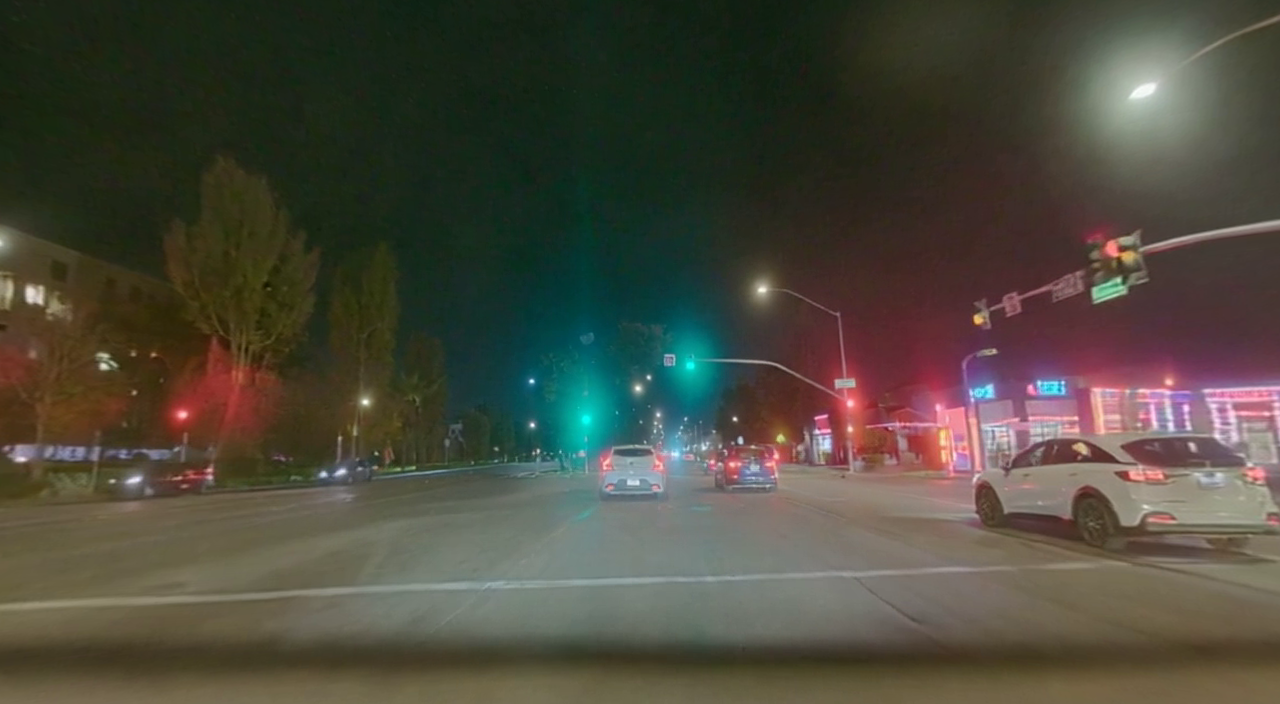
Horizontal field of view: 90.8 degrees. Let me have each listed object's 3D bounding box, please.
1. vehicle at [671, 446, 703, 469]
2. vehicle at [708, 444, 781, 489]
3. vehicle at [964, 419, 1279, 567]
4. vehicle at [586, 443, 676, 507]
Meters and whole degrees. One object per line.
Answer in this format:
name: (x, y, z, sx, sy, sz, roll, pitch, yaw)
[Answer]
vehicle: (3.486, 7.960, 47.914, 2.012, 1.570, 4.600, 0, -8, -1)
vehicle: (3.770, 4.195, 23.543, 1.892, 1.532, 4.177, 0, -8, -2)
vehicle: (6.921, 1.927, 9.376, 1.940, 1.674, 4.085, 0, -8, -1)
vehicle: (-0.239, 3.188, 16.879, 2.110, 1.487, 3.873, 0, -8, -1)
